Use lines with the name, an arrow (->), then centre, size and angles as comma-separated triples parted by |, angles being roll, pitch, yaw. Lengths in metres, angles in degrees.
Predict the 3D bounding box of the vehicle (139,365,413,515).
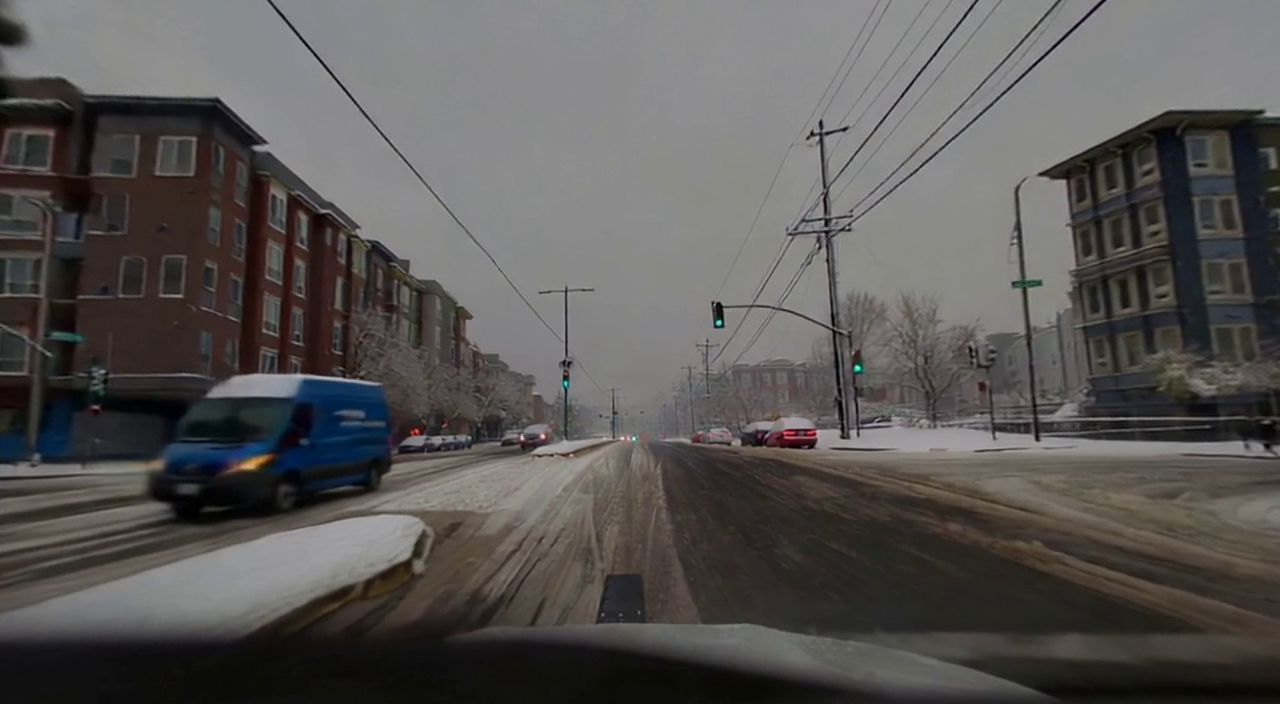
vehicle -> -6.982, 1.778, 13.178 | 2.515, 2.476, 5.364 | 0, -7, -1

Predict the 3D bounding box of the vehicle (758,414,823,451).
vehicle -> 7.329, 4.039, 31.348 | 1.996, 1.704, 4.490 | 0, -8, -2

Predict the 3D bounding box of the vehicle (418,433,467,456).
vehicle -> -15.015, 7.070, 48.365 | 2.124, 1.626, 4.908 | 0, -8, 1

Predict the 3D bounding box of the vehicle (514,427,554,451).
vehicle -> -7.699, 6.412, 46.351 | 2.180, 1.608, 4.321 | 0, -8, 0

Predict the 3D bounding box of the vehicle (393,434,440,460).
vehicle -> -15.006, 6.346, 42.579 | 1.879, 1.507, 3.745 | 0, -6, -2
